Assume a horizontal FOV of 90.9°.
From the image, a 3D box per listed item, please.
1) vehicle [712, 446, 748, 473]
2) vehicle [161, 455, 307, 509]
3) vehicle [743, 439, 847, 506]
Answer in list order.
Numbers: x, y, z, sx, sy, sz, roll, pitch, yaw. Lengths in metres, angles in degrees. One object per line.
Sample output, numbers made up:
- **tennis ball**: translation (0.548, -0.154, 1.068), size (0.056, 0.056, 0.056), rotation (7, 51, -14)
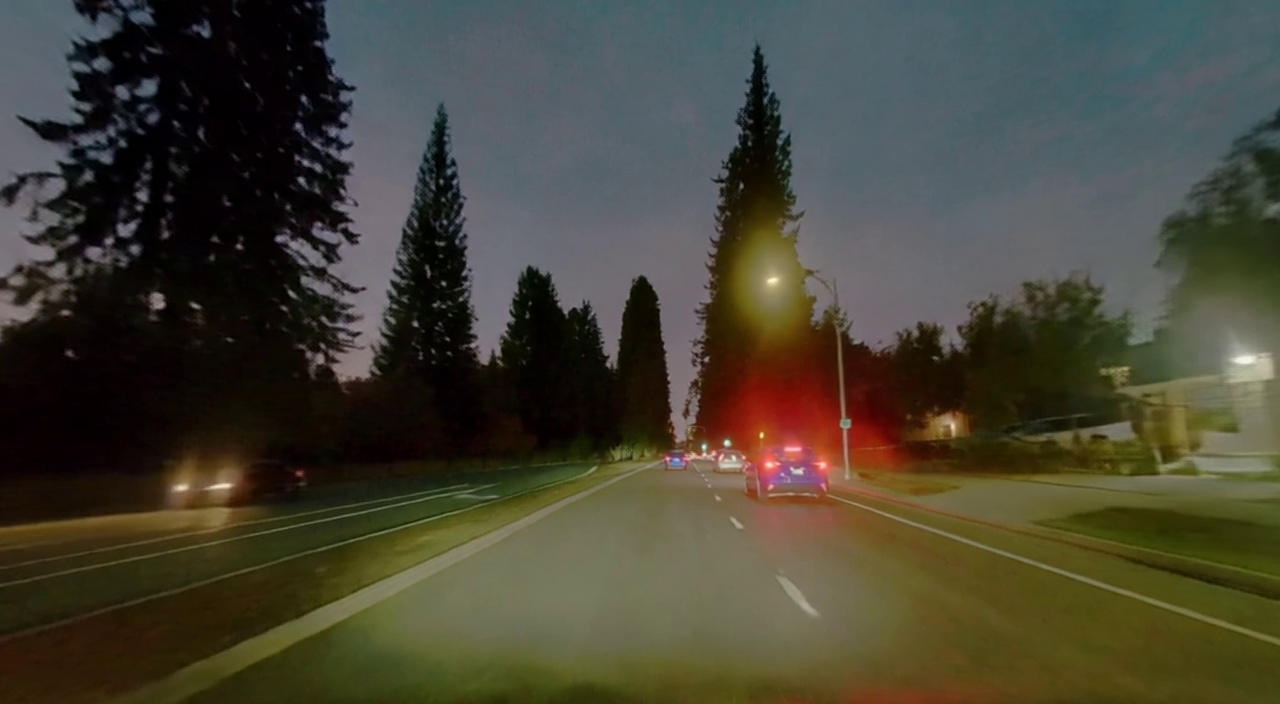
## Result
- **vehicle**: translation (6.047, 7.261, 42.789), size (2.110, 1.666, 3.912), rotation (-1, -8, 4)
- **vehicle**: translation (-13.437, 4.291, 21.227), size (1.874, 1.521, 4.244), rotation (-1, -8, 4)
- **vehicle**: translation (4.190, 3.293, 17.776), size (2.052, 1.639, 4.123), rotation (-1, -8, 3)
